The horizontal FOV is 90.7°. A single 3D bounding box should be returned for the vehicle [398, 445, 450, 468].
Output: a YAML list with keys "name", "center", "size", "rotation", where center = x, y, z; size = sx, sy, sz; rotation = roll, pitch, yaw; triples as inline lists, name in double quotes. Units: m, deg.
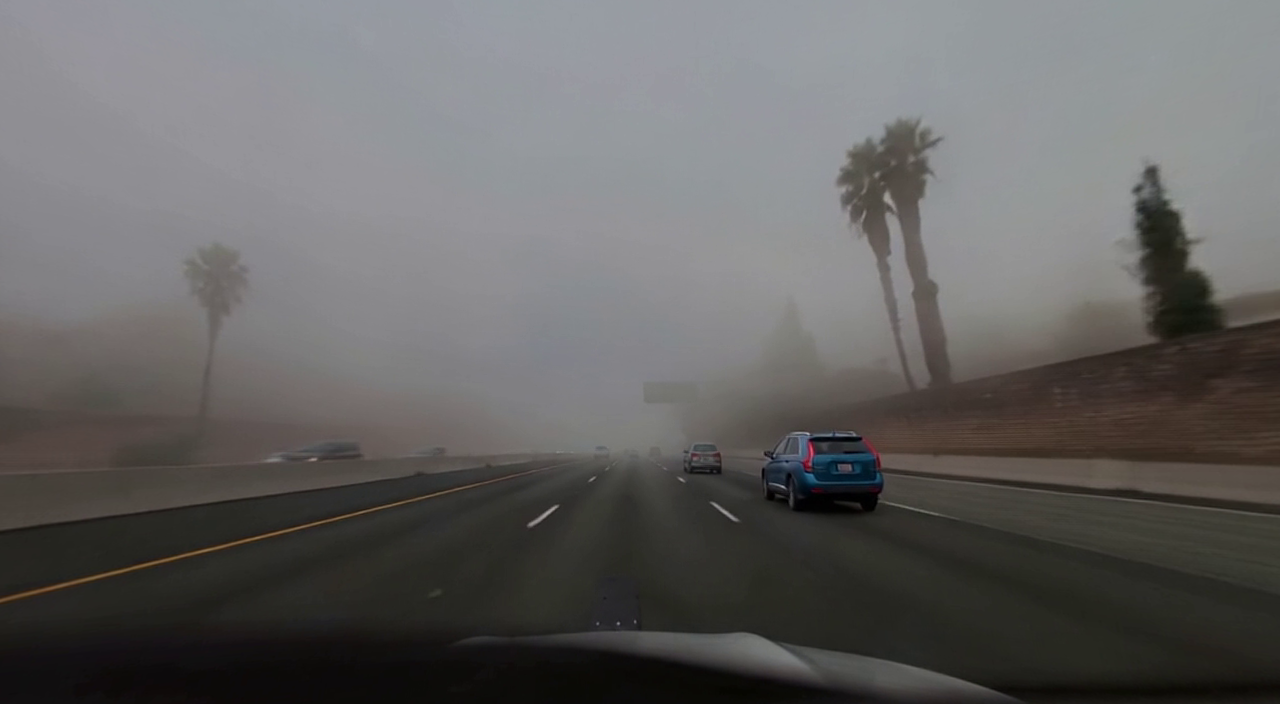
- name: "vehicle"
  center: [-15.980, 7.736, 47.111]
  size: [2.018, 1.635, 5.236]
  rotation: [0, -9, 0]

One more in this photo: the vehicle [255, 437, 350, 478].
- name: "vehicle"
  center: [-19.839, 6.220, 37.587]
  size: [2.314, 2.179, 5.976]
  rotation: [0, -9, 0]

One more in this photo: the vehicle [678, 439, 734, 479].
- name: "vehicle"
  center: [2.997, 4.964, 29.549]
  size: [2.045, 1.688, 4.313]
  rotation: [0, -9, -2]

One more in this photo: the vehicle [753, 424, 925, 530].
- name: "vehicle"
  center: [3.580, 2.323, 12.329]
  size: [1.910, 1.696, 4.187]
  rotation: [0, -9, -1]
